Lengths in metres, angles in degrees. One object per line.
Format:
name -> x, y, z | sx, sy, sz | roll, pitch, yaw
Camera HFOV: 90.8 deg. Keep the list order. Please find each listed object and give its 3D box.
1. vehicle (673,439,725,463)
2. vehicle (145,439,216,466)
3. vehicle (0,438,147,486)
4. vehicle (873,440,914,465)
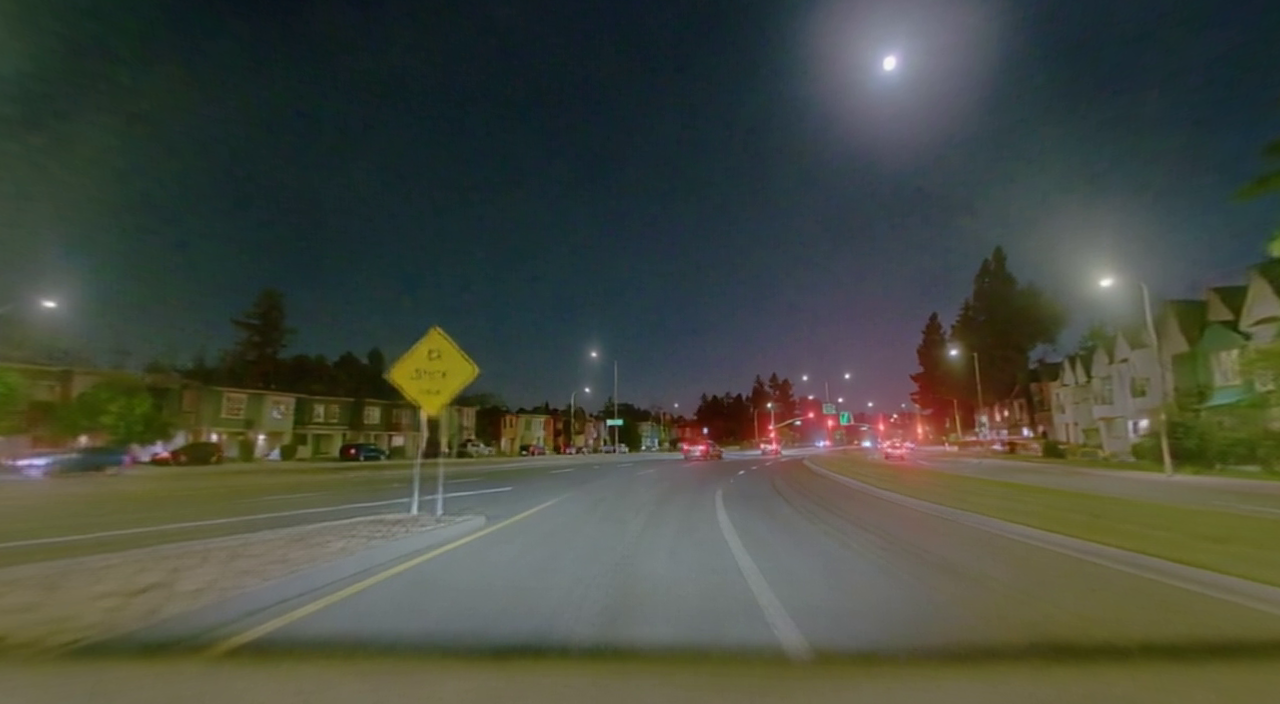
vehicle -> 4.063, 6.693, 42.827 | 2.081, 1.489, 4.863 | -4, -9, 24
vehicle -> -32.211, 7.028, 44.293 | 4.418, 1.746, 1.925 | -4, -9, 24
vehicle -> -20.364, 3.918, 22.766 | 1.753, 1.553, 3.575 | -3, -9, 17
vehicle -> 18.237, 7.297, 45.644 | 1.988, 1.487, 4.479 | -3, -13, 12
